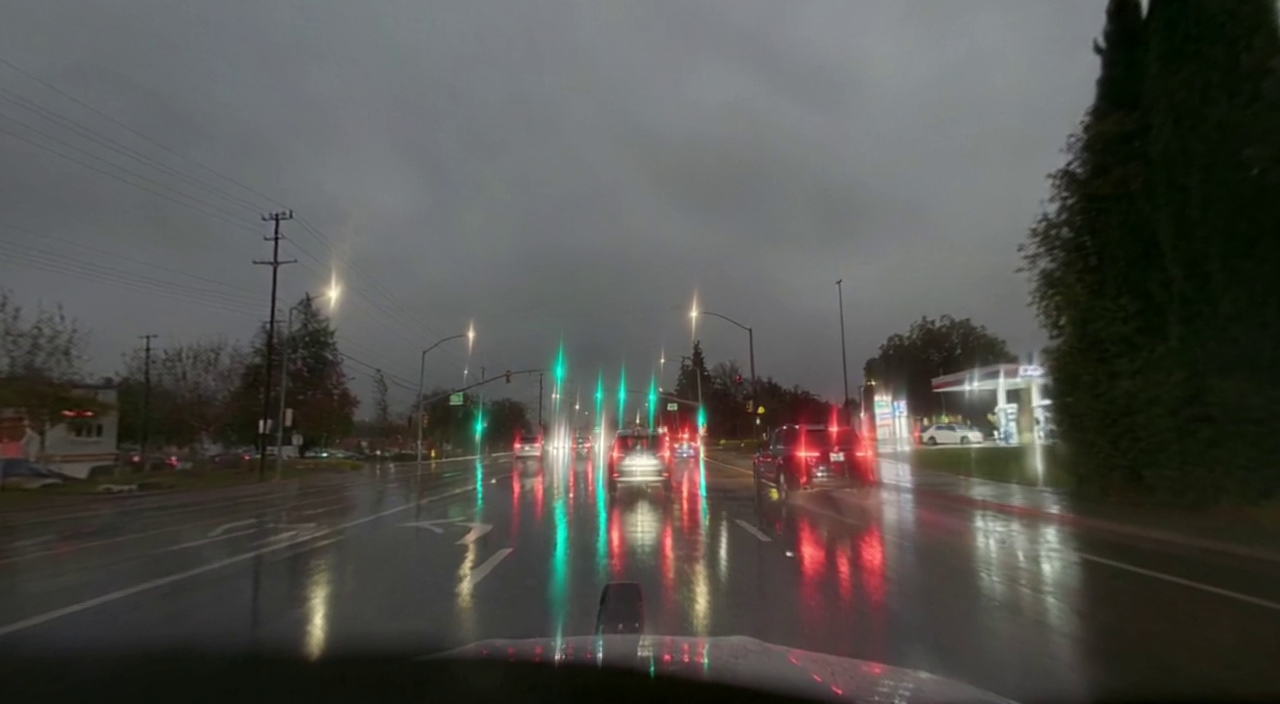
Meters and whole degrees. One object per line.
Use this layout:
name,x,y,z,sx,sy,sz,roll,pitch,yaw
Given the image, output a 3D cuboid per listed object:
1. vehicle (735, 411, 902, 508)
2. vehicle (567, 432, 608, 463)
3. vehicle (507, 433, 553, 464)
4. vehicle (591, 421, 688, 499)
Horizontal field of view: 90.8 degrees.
vehicle,3.735,2.372,14.387,2.116,1.791,5.006,0,-8,-3
vehicle,-3.184,5.885,38.961,2.155,1.745,4.248,0,-8,0
vehicle,-6.591,5.838,38.334,1.994,1.695,4.471,0,-8,0
vehicle,-0.087,2.683,16.049,2.164,1.718,3.881,0,-8,-2
